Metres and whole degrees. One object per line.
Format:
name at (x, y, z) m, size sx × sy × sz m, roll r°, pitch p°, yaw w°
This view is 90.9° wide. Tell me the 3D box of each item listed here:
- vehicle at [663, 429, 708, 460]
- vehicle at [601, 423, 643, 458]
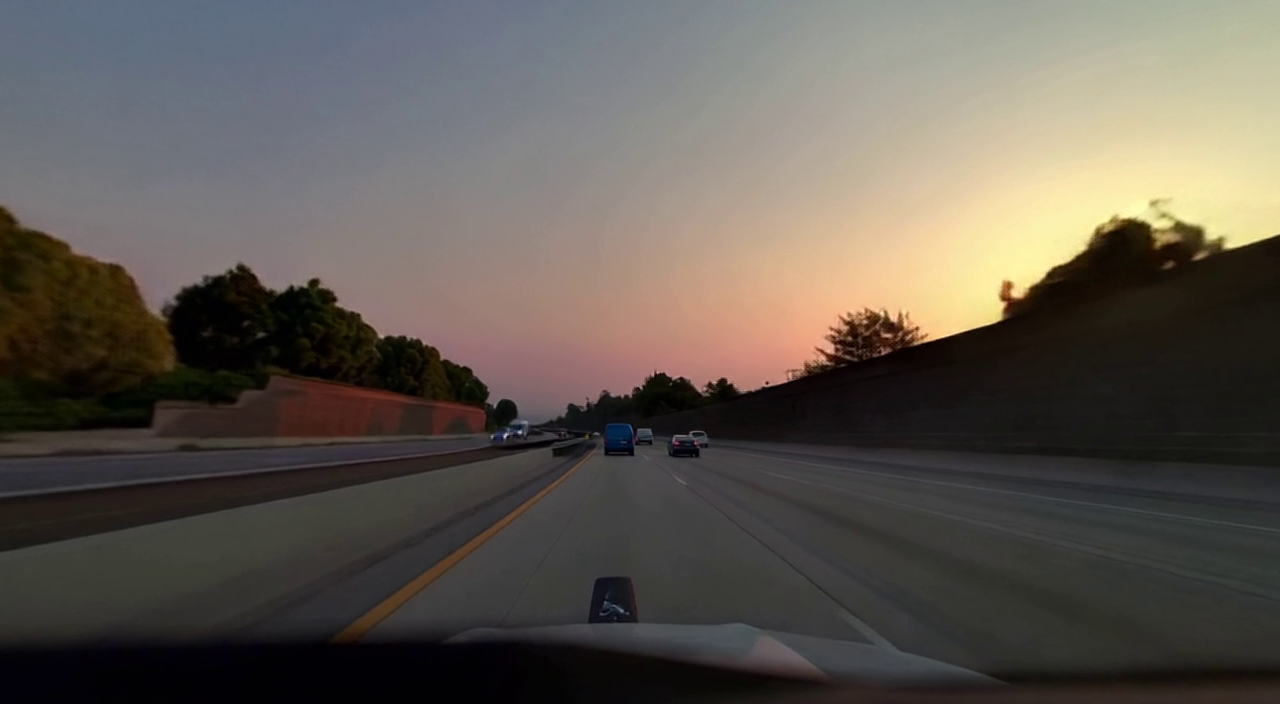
vehicle at (2.442, 5.081, 34.804) m, size 1.996 × 1.589 × 3.715 m, roll 0°, pitch -8°, yaw -3°
vehicle at (-1.115, 5.434, 38.953) m, size 2.403 × 1.994 × 4.683 m, roll 0°, pitch -8°, yaw -2°
